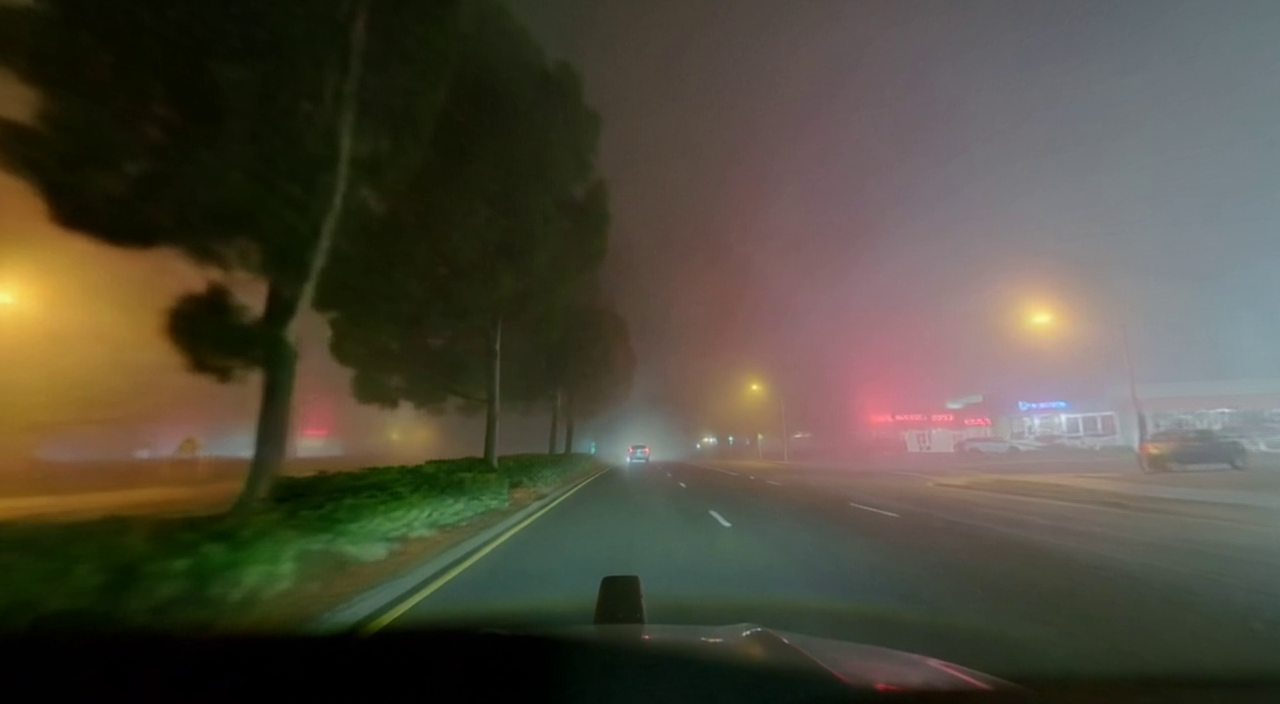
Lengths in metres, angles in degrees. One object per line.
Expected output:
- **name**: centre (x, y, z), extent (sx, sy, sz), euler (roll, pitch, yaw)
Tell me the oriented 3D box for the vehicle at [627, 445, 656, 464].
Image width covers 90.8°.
- **vehicle**: centre (0.104, 8.055, 49.751), extent (2.159, 1.461, 4.142), euler (0, -8, -1)
